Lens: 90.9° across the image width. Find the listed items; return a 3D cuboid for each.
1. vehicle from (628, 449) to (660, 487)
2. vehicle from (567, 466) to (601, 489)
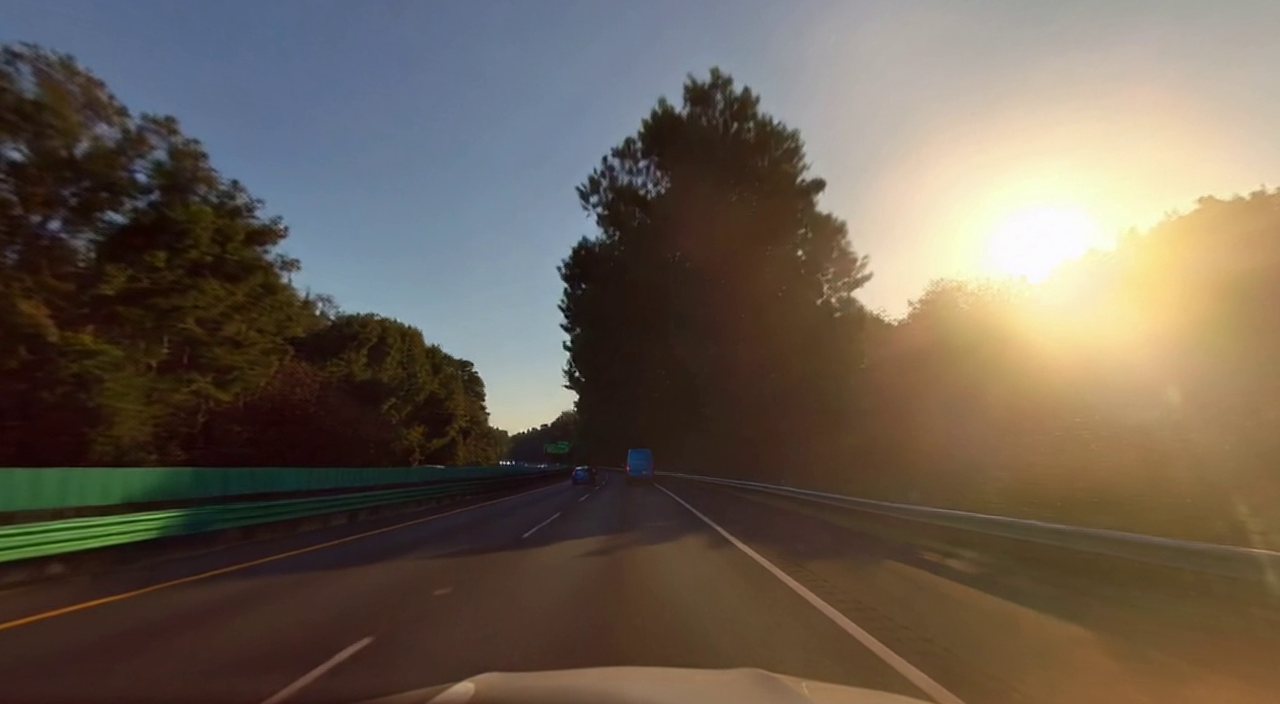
[{"bbox_3d":[0.256,9.090,49.271,2.382,2.752,5.333,1,-11,-1],"label":"vehicle"},{"bbox_3d":[-3.876,8.814,44.428,2.038,1.490,4.391,1,-11,-1],"label":"vehicle"}]
